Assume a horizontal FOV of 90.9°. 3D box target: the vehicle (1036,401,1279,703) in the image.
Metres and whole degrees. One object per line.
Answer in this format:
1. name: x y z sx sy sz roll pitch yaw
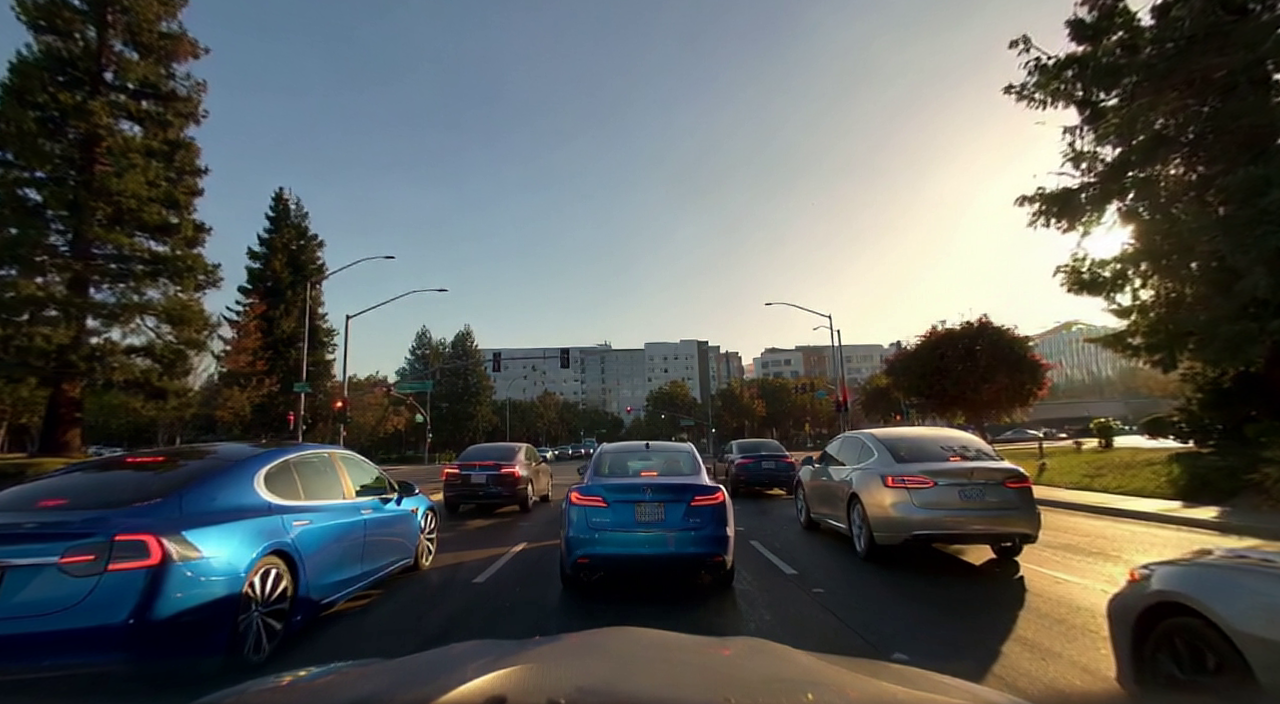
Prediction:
1. vehicle: 3.304 0.798 1.312 1.951 1.522 4.614 0 -8 0

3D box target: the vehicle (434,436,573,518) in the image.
1. vehicle: -2.832 2.701 14.136 2.089 1.537 4.073 -1 -9 2

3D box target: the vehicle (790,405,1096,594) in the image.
1. vehicle: 3.389 1.712 8.111 1.938 1.732 4.006 2 -9 0

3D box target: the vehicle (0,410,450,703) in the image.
1. vehicle: -3.083 1.292 4.560 2.015 1.478 4.407 0 -8 0

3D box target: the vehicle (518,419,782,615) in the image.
1. vehicle: 0.040 1.661 7.307 2.144 1.563 4.218 0 -8 -1
